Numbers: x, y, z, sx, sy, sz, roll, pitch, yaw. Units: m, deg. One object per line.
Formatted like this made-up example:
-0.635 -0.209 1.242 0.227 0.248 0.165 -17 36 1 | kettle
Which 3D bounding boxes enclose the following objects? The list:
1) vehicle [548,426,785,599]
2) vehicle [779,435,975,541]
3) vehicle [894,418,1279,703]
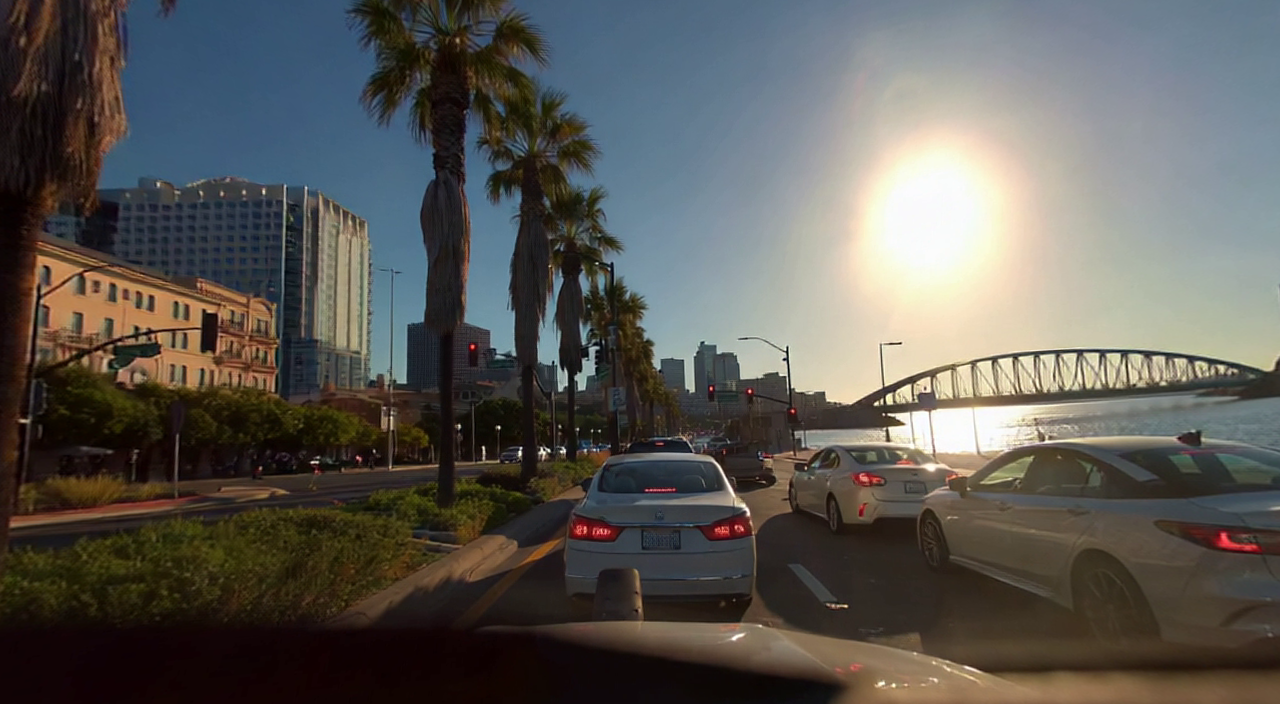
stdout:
0.260 1.706 7.498 2.093 1.503 3.681 0 -9 1 | vehicle
3.884 2.291 11.300 1.920 1.490 4.417 -1 -9 2 | vehicle
3.917 1.367 5.095 1.913 1.469 4.425 0 -9 0 | vehicle
